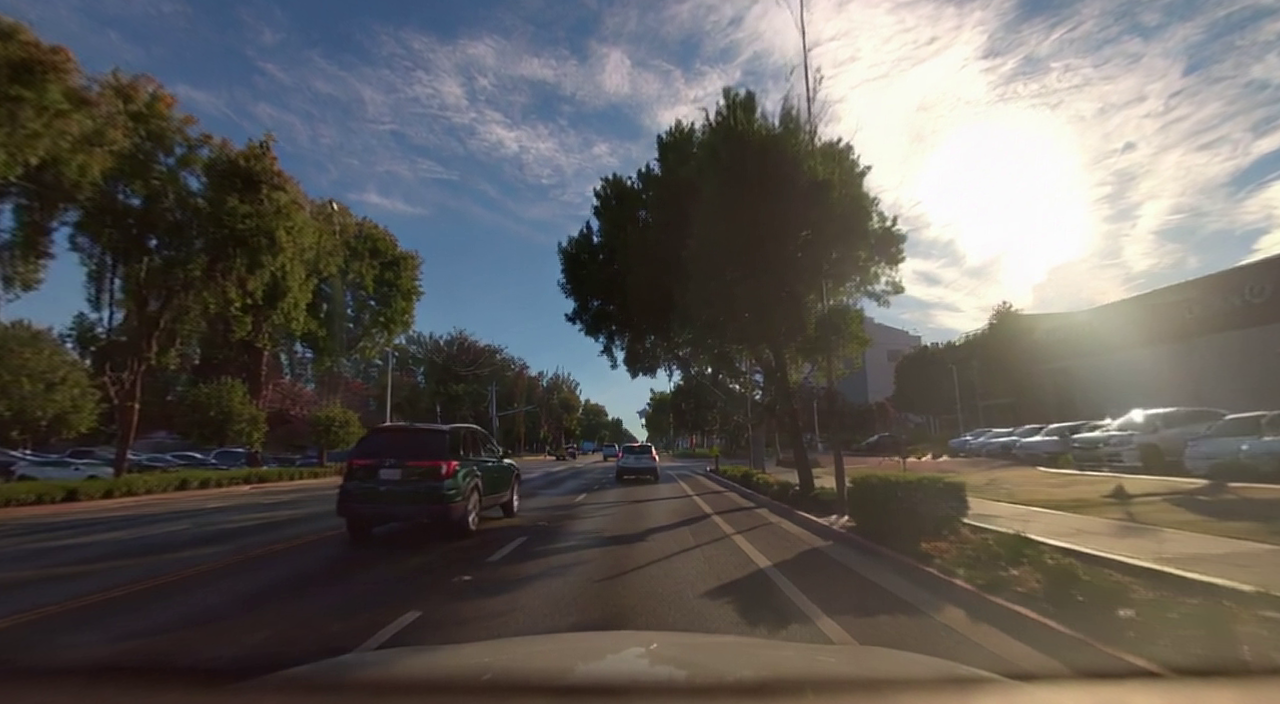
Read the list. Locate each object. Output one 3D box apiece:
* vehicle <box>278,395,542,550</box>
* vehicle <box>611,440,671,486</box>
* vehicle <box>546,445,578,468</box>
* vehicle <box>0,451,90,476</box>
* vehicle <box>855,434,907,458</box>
[{"bbox_3d":[-3.431,1.988,11.000,2.358,1.990,5.447,0,-9,2],"label":"vehicle"},{"bbox_3d":[0.086,4.257,24.481,2.108,1.612,4.246,0,-9,1],"label":"vehicle"},{"bbox_3d":[-6.083,8.184,49.533,1.906,1.705,4.024,0,-9,2],"label":"vehicle"},{"bbox_3d":[-30.804,5.513,31.285,2.200,1.117,4.928,-2,-9,10],"label":"vehicle"},{"bbox_3d":[17.508,6.860,45.929,1.856,1.491,4.209,-4,-8,-3],"label":"vehicle"}]
